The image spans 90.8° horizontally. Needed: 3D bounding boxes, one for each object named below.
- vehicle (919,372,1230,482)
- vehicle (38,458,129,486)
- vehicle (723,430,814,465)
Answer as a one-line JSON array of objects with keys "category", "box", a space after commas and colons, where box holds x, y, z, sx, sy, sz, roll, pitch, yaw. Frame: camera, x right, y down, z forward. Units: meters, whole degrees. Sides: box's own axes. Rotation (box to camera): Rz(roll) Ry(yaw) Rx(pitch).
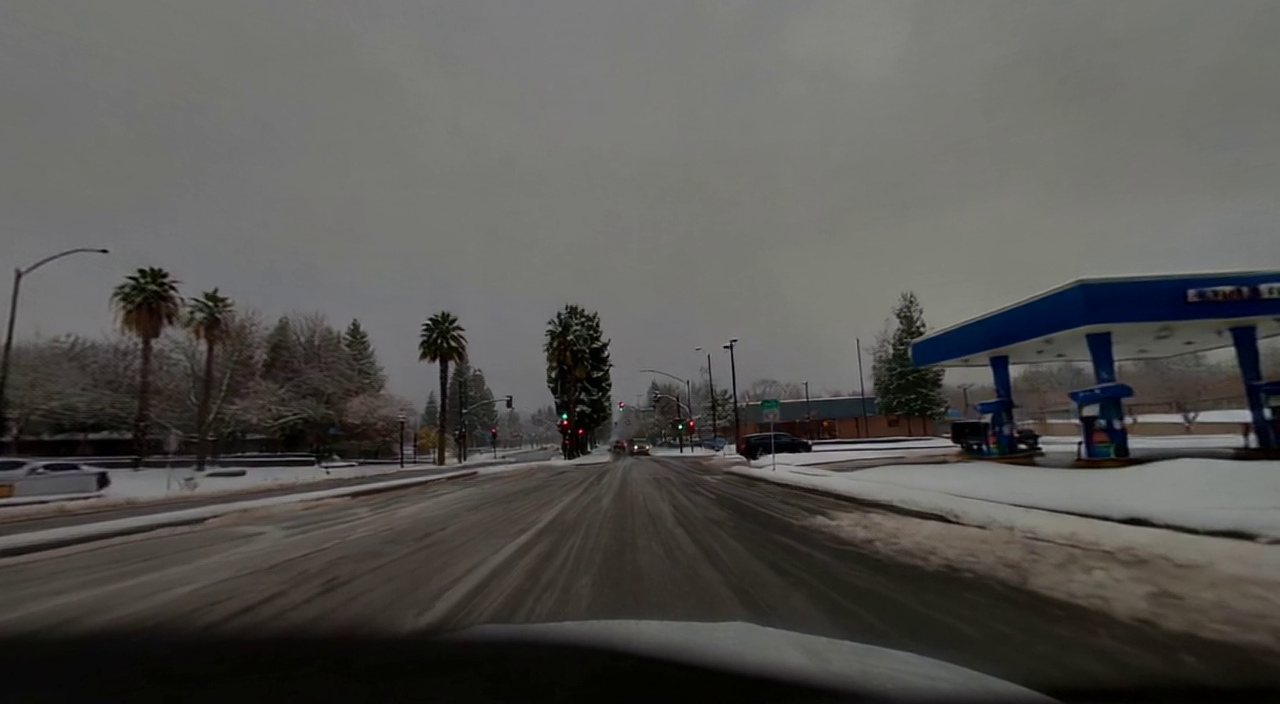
[{"category": "vehicle", "box": [13.351, 2.653, 21.279, 2.944, 2.783, 10.332, 0, -8, -2]}, {"category": "vehicle", "box": [-36.377, 7.824, 41.474, 1.917, 1.684, 4.567, 0, -9, -2]}, {"category": "vehicle", "box": [8.463, 6.205, 41.326, 6.059, 2.082, 2.703, 7, -11, -42]}]
